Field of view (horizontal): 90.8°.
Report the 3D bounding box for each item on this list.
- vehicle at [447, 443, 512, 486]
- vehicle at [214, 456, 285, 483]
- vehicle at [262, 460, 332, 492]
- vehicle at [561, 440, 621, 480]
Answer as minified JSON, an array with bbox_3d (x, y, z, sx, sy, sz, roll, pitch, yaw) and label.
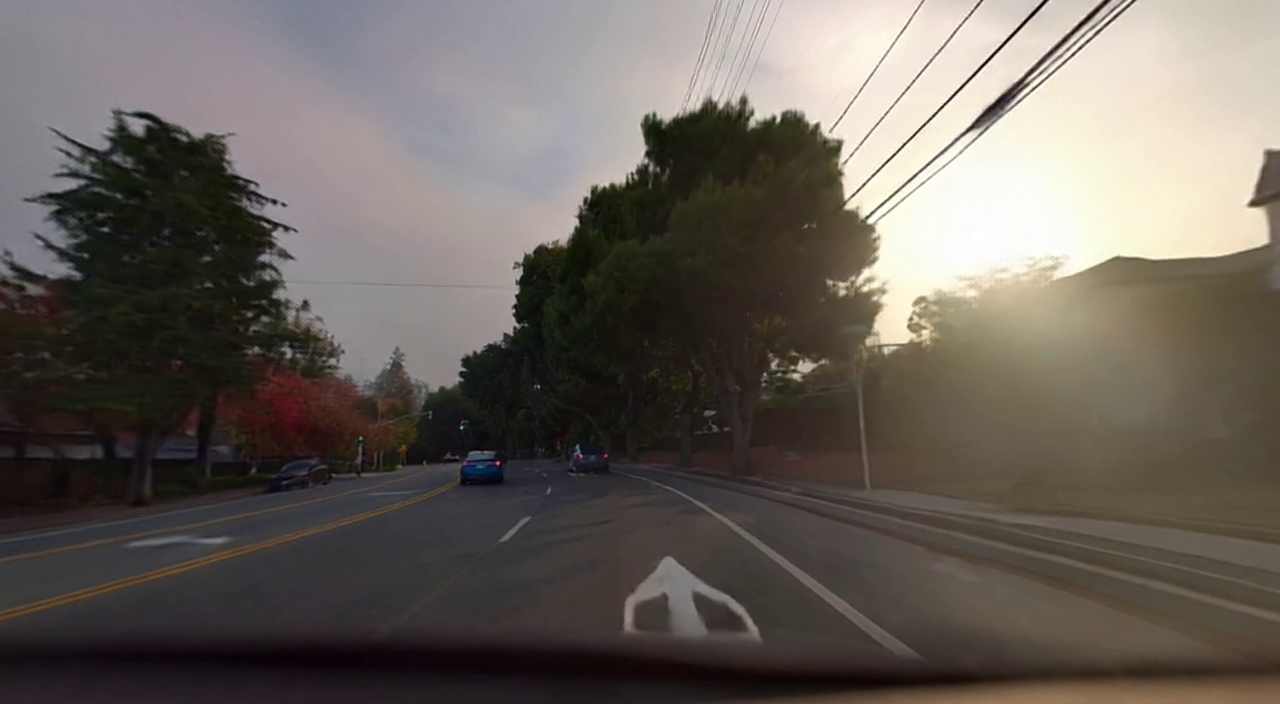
[{"bbox_3d":[-5.992,4.244,24.068,1.913,1.425,4.235,0,-9,-8],"label":"vehicle"},{"bbox_3d":[-27.585,8.281,44.738,3.916,1.509,1.804,-2,-8,-18],"label":"vehicle"},{"bbox_3d":[-17.988,6.484,33.332,1.944,1.458,4.549,1,-9,-12],"label":"vehicle"},{"bbox_3d":[-2.197,4.592,27.098,2.168,1.504,4.284,1,-9,-10],"label":"vehicle"}]
